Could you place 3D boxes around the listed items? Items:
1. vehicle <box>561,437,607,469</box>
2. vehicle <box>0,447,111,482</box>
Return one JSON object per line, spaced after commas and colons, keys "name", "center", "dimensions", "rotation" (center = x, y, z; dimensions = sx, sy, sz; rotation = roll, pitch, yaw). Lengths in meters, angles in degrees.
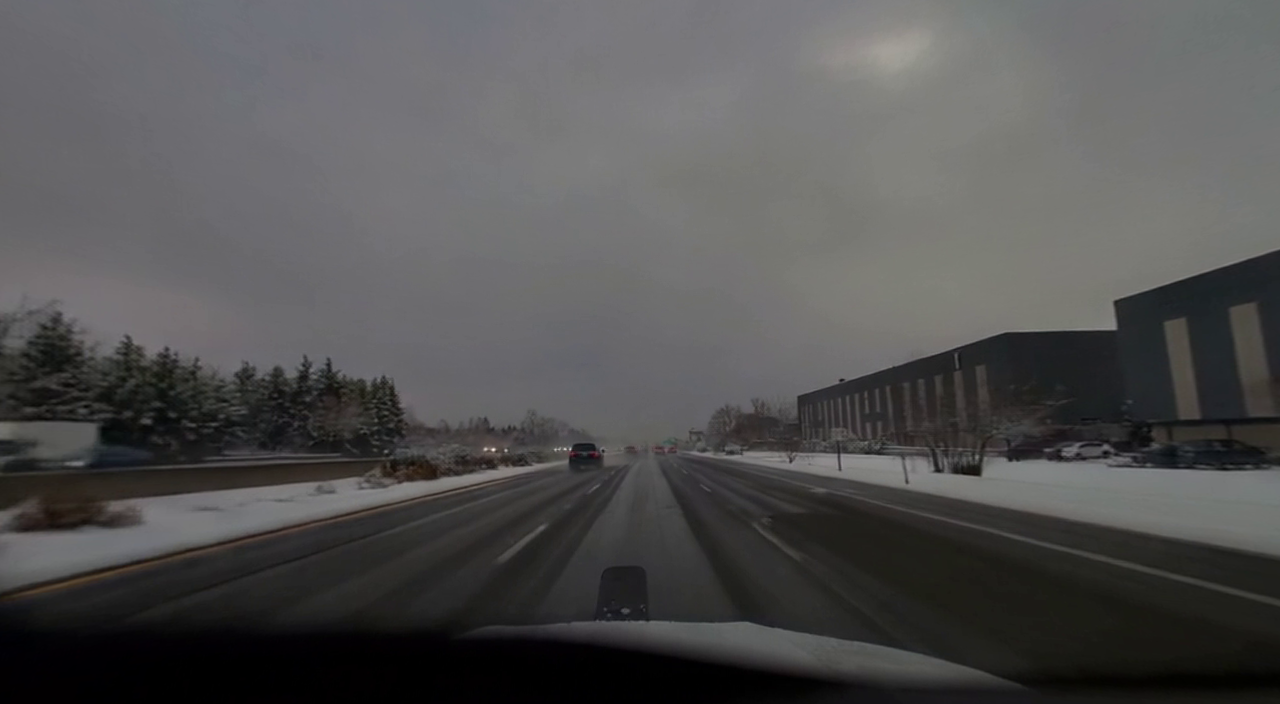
{"name": "vehicle", "center": [-3.396, 6.251, 39.134], "dimensions": [2.218, 1.850, 4.774], "rotation": [0, -9, 2]}
{"name": "vehicle", "center": [-27.935, 5.242, 29.768], "dimensions": [1.898, 1.487, 4.519], "rotation": [0, -9, 0]}
